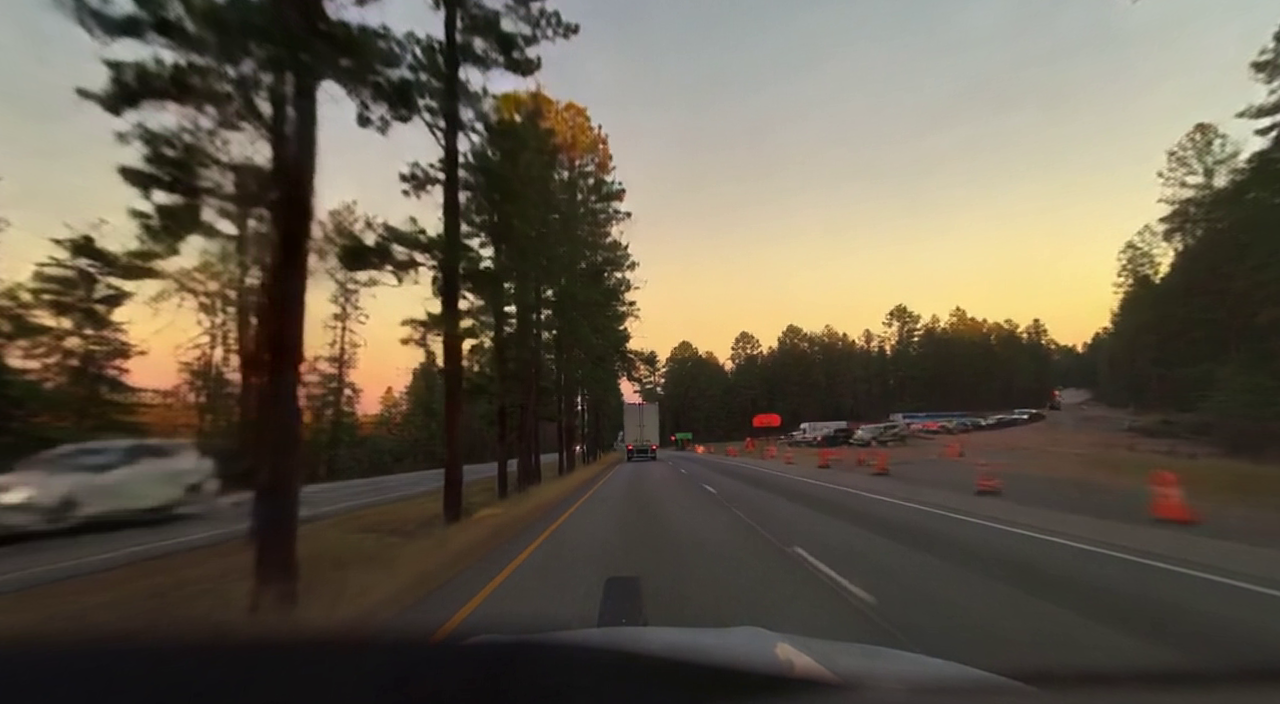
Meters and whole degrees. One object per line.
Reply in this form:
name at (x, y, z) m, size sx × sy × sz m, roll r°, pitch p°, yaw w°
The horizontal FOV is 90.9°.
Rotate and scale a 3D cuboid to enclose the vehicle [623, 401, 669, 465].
vehicle at (0.264, 6.000, 46.035) m, size 2.935 × 4.068 × 11.036 m, roll 0°, pitch -9°, yaw -1°
